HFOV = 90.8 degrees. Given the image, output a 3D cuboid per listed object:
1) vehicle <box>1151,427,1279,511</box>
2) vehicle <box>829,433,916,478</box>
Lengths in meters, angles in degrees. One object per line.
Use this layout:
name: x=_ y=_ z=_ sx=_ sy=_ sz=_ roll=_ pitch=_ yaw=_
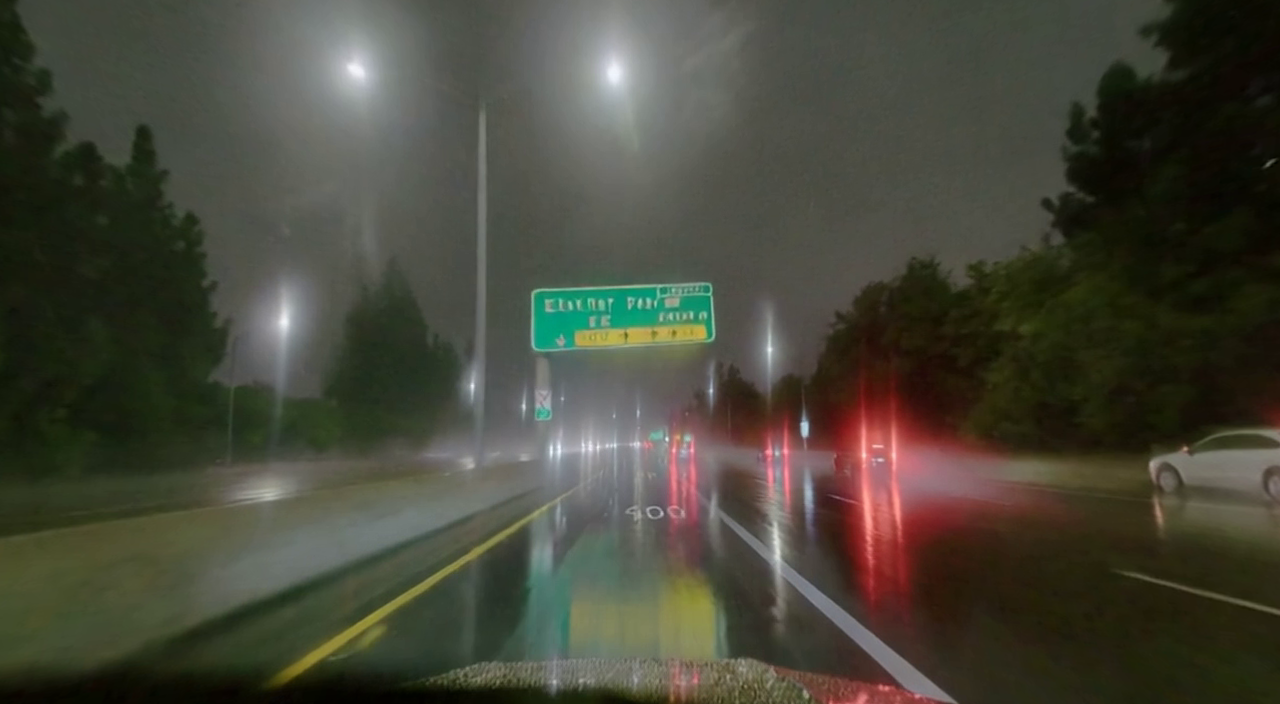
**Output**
vehicle: x=14.146 y=2.550 z=13.963 sx=1.957 sy=1.709 sz=4.387 roll=0 pitch=-9 yaw=-1
vehicle: x=10.208 y=4.594 z=28.138 sx=2.098 sy=1.820 sz=4.505 roll=0 pitch=-9 yaw=-1
